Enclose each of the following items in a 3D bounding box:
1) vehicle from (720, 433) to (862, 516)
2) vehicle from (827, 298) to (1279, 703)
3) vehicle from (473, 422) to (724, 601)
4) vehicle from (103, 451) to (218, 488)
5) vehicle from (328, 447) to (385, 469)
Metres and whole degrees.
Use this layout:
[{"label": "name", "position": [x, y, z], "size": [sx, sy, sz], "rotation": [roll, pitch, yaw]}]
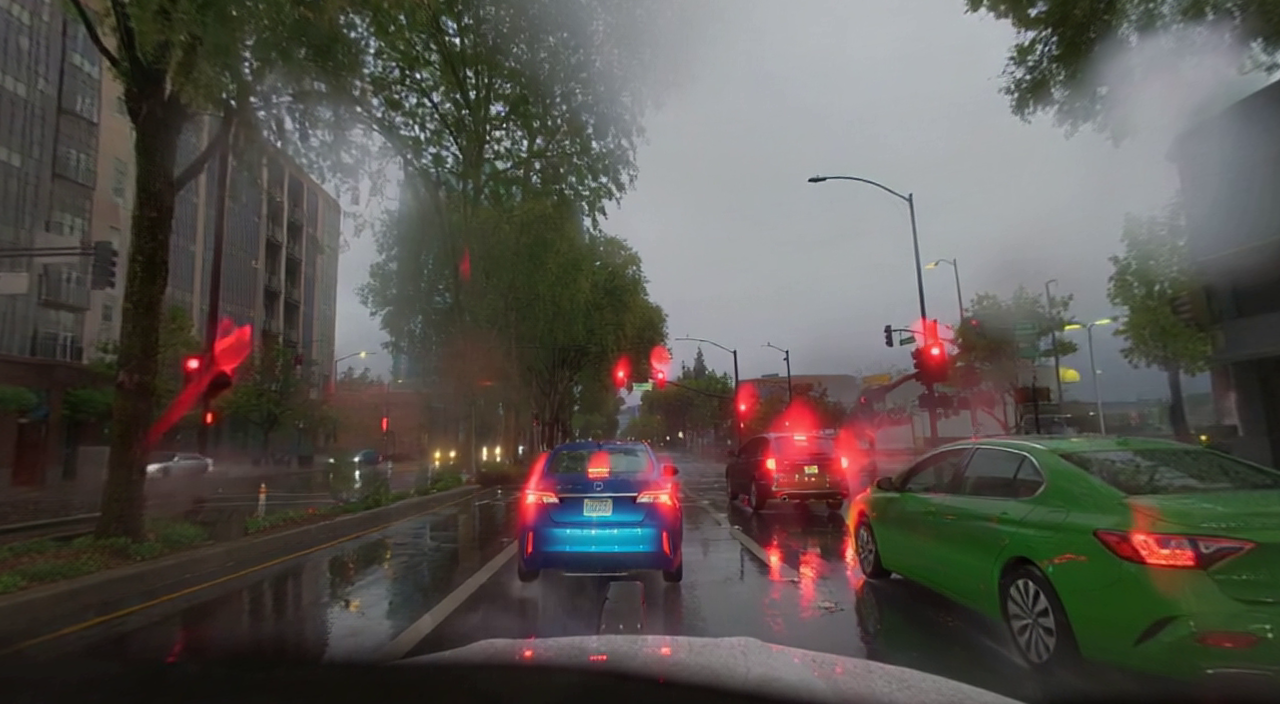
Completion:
[{"label": "vehicle", "position": [3.163, 2.669, 14.326], "size": [2.026, 1.549, 4.559], "rotation": [0, -8, -1]}, {"label": "vehicle", "position": [3.574, 1.104, 5.055], "size": [2.572, 1.945, 5.065], "rotation": [0, -8, 0]}, {"label": "vehicle", "position": [-0.379, 1.654, 7.410], "size": [2.143, 1.520, 3.848], "rotation": [0, -8, -1]}, {"label": "vehicle", "position": [-21.925, 5.367, 29.175], "size": [1.863, 1.496, 4.389], "rotation": [0, -8, 0]}, {"label": "vehicle", "position": [-21.654, 8.101, 48.467], "size": [2.091, 1.534, 4.846], "rotation": [0, -8, 1]}]
